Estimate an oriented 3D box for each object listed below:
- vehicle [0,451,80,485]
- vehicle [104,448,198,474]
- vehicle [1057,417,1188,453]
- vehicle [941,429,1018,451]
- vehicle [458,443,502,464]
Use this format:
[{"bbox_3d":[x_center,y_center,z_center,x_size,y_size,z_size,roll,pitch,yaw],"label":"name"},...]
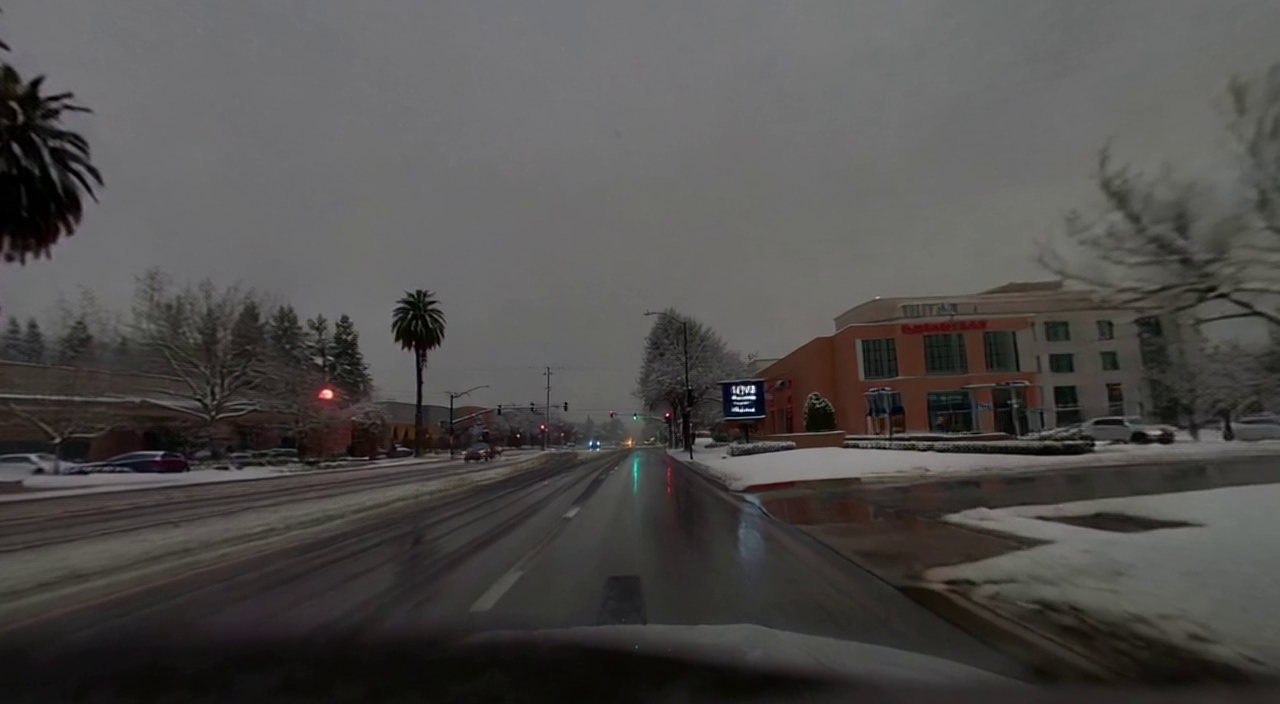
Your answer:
[{"bbox_3d":[-29.964,5.528,30.098,4.310,1.533,1.917,0,-8,1],"label":"vehicle"},{"bbox_3d":[-29.775,6.655,38.285,4.133,1.501,1.876,0,-8,0],"label":"vehicle"},{"bbox_3d":[25.112,4.337,32.819,5.117,1.813,2.052,0,-8,0],"label":"vehicle"},{"bbox_3d":[25.347,6.580,46.972,4.649,1.611,1.945,0,-8,-1],"label":"vehicle"},{"bbox_3d":[-12.126,7.697,47.894,2.078,1.532,4.627,0,-8,0],"label":"vehicle"}]
